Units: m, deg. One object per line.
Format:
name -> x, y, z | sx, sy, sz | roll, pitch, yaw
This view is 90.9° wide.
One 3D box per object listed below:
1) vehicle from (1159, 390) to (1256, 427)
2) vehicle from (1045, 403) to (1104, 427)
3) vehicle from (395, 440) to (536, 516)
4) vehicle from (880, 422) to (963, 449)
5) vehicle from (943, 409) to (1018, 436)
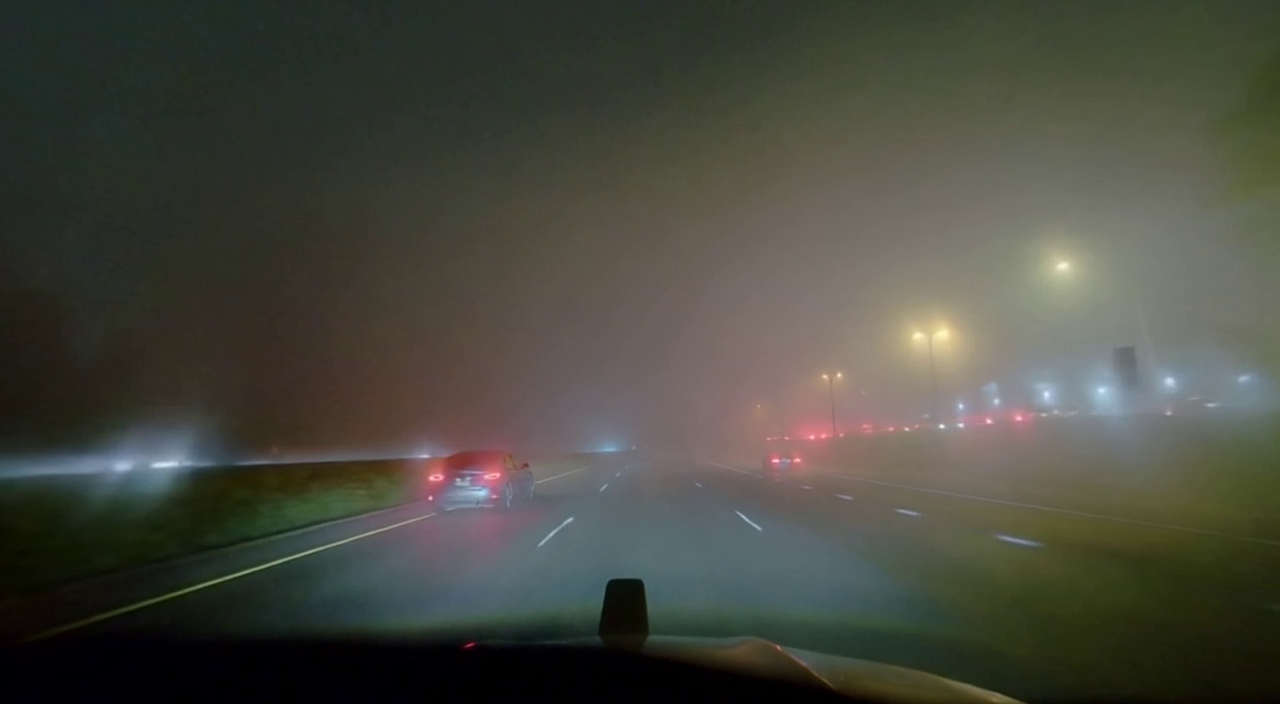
vehicle -> 33.371, 3.363, 37.011 | 5.668, 1.817, 2.102 | 5, -12, -27
vehicle -> 32.740, 4.771, 47.457 | 4.116, 1.647, 1.920 | 5, -10, -30
vehicle -> -3.930, 2.915, 15.127 | 2.021, 1.526, 4.385 | 0, -9, 2
vehicle -> 19.133, 5.746, 42.938 | 4.728, 1.706, 1.975 | -7, -11, 37
vehicle -> 21.072, 4.411, 39.050 | 3.860, 1.519, 1.697 | -6, -10, 33
